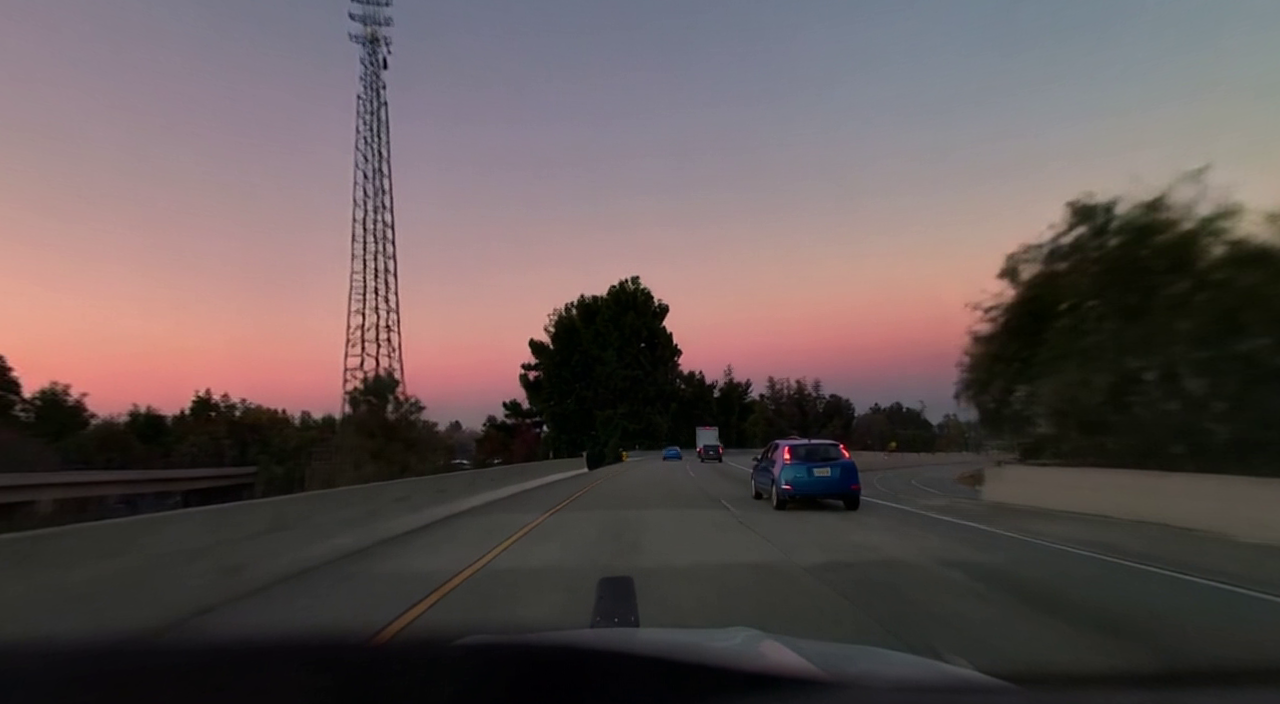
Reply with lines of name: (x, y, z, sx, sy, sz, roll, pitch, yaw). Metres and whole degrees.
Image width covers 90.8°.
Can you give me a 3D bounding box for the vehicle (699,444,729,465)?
vehicle: (5.748, 7.986, 49.252, 2.030, 1.526, 4.165, 0, -8, 3)
